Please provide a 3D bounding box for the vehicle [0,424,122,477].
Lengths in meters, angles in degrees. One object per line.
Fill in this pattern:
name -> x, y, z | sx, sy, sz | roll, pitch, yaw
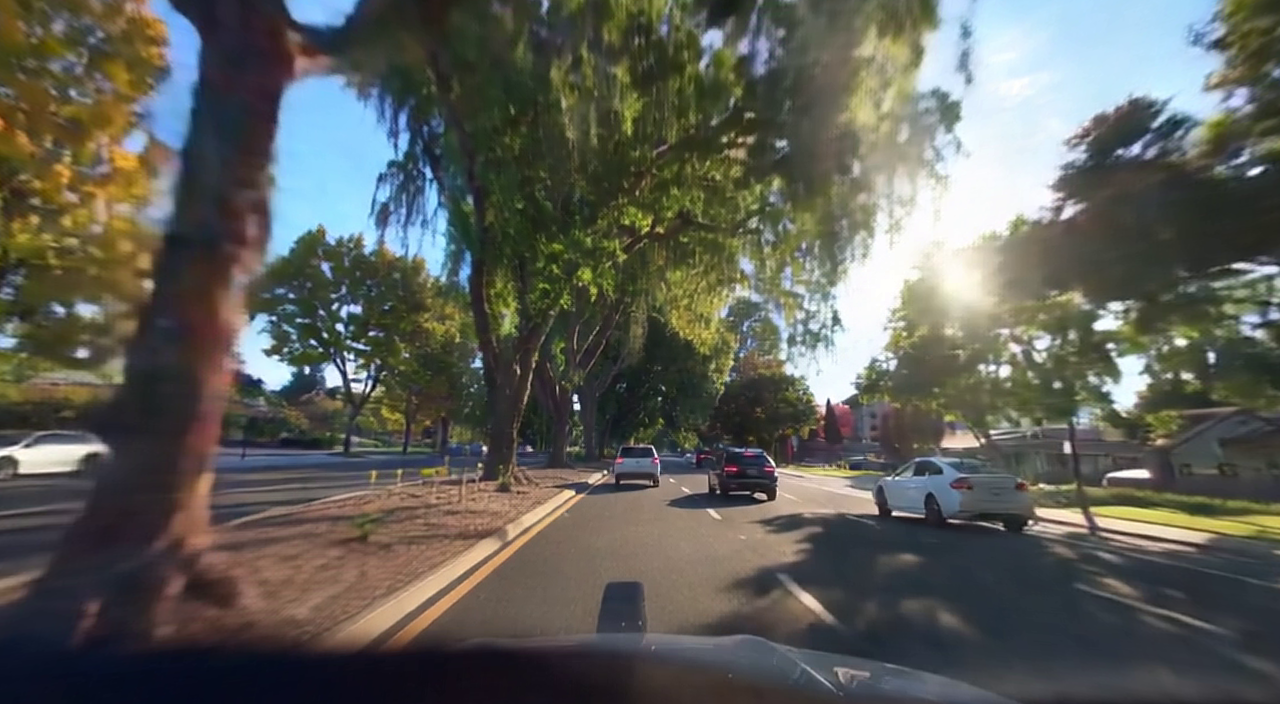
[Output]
vehicle -> -18.916, 3.010, 19.281 | 1.851, 1.477, 4.891 | 0, -8, -1

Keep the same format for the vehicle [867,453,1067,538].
vehicle -> 6.700, 2.940, 13.521 | 1.944, 1.458, 4.268 | 0, -8, -1

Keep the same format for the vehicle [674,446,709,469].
vehicle -> 3.451, 7.160, 42.699 | 2.012, 1.462, 4.163 | 0, -8, -1

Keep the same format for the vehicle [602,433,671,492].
vehicle -> -0.110, 3.503, 20.291 | 2.008, 1.674, 4.239 | 0, -8, 0

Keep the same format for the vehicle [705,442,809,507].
vehicle -> 3.010, 3.230, 17.081 | 1.932, 1.510, 4.168 | 0, -8, -1
